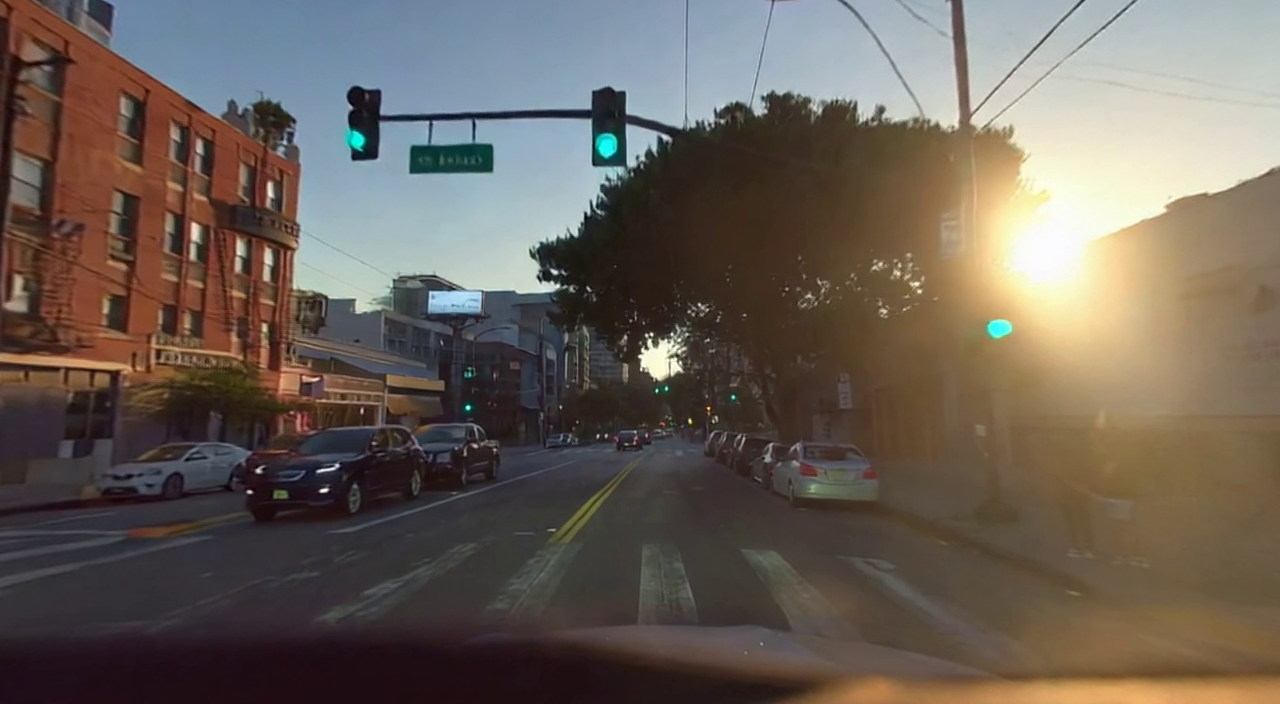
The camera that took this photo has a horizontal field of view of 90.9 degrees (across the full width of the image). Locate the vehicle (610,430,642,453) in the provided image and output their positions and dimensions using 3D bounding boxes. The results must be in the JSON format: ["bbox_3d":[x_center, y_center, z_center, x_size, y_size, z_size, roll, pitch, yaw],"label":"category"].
[{"bbox_3d":[-0.916,6.194,43.582,1.973,1.496,3.713,0,-8,2],"label":"vehicle"}]

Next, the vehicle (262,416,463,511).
[{"bbox_3d":[-5.238,2.143,12.703,1.942,1.559,4.298,0,-8,2],"label":"vehicle"}]

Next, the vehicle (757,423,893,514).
[{"bbox_3d":[4.011,2.568,14.443,1.924,1.765,3.954,0,-8,0],"label":"vehicle"}]

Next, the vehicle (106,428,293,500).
[{"bbox_3d":[-11.347,2.868,16.662,1.933,1.628,3.973,0,-8,2],"label":"vehicle"}]
